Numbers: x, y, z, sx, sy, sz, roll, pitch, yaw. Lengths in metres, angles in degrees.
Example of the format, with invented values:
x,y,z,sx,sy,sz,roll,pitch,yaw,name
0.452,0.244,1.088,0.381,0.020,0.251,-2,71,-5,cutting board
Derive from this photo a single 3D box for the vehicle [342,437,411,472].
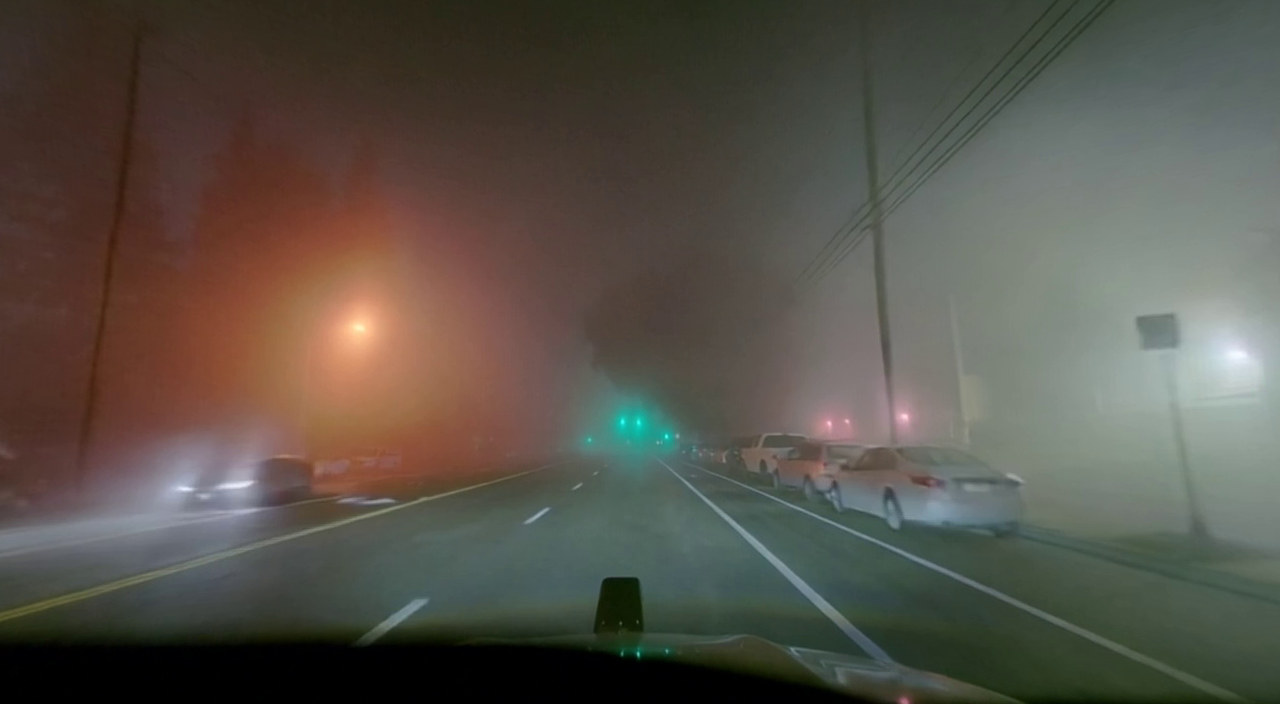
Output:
x,y,z,sx,sy,sz,roll,pitch,yaw,name
-17.897,6.976,43.274,2.360,2.225,5.385,0,-9,0,vehicle

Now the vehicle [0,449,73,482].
x,y,z,sx,sy,sz,roll,pitch,yaw,name
-30.423,5.408,30.163,4.603,1.498,2.053,0,-9,-1,vehicle

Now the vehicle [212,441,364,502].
x,y,z,sx,sy,sz,roll,pitch,yaw,name
-10.136,3.440,18.669,1.978,1.566,4.357,0,-9,0,vehicle

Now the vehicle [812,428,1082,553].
x,y,z,sx,sy,sz,roll,pitch,yaw,name
4.435,2.062,10.187,1.927,1.523,4.668,0,-8,-1,vehicle
